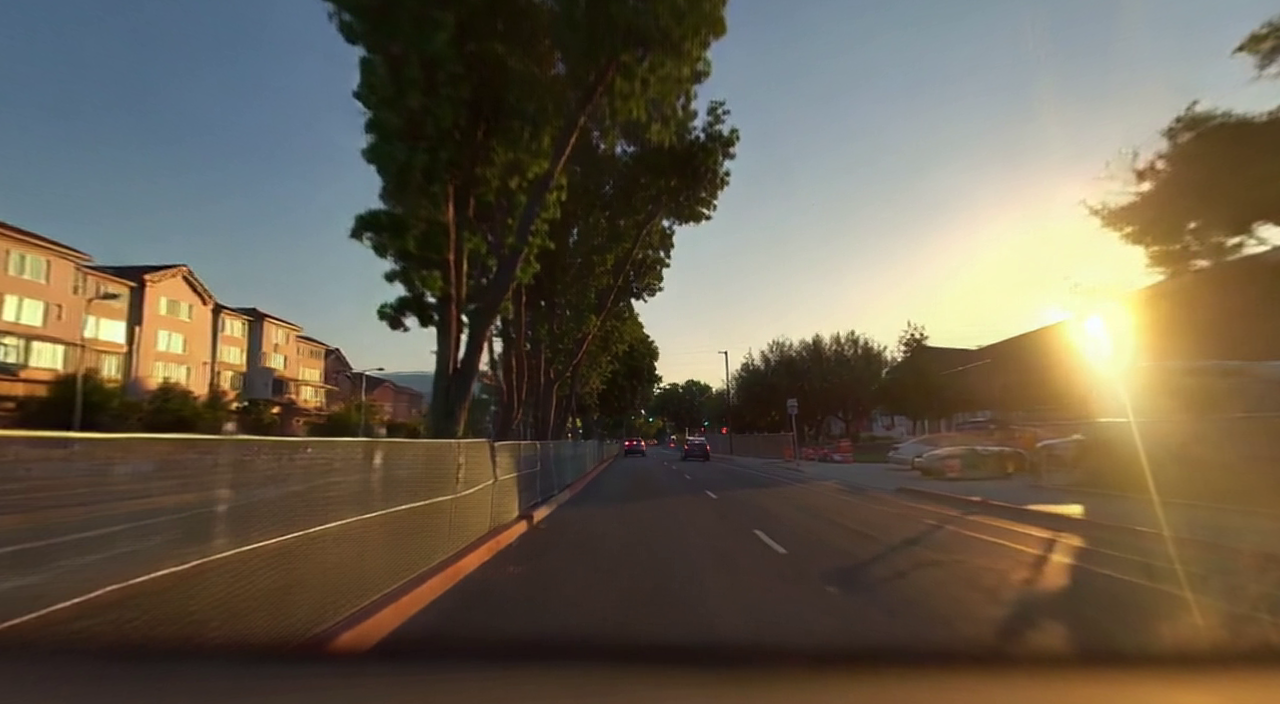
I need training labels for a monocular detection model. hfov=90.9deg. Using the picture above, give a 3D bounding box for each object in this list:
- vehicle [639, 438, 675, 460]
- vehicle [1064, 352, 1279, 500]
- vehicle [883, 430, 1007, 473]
[{"bbox_3d":[1.243,6.914,44.997,1.974,1.490,4.231,-2,-9,10],"label":"vehicle"},{"bbox_3d":[15.578,1.923,16.303,6.641,3.391,3.387,0,-8,-2],"label":"vehicle"},{"bbox_3d":[12.288,4.000,25.759,1.948,1.466,4.520,-1,-7,-15],"label":"vehicle"}]
